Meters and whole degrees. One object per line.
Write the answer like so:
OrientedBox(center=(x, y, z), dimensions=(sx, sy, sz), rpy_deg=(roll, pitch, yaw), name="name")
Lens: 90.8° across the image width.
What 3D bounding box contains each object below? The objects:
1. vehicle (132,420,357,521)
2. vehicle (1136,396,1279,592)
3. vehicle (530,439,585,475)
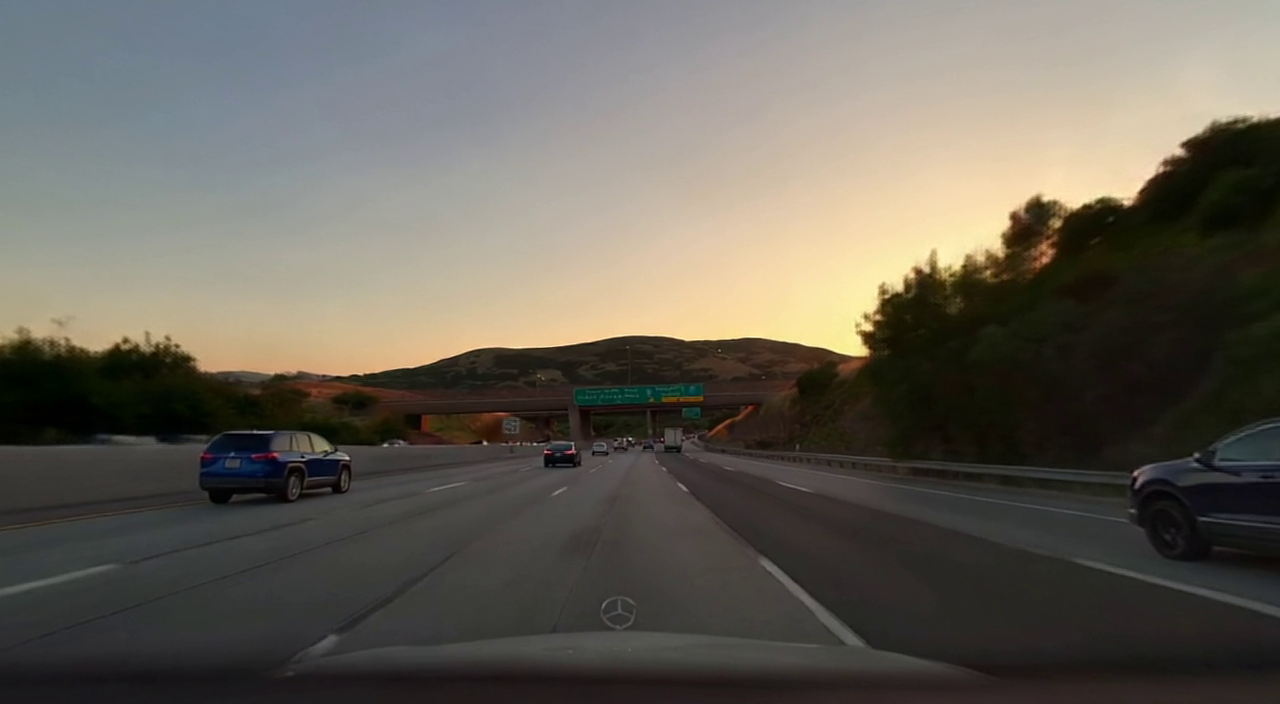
OrientedBox(center=(-7.644, 2.324, 12.840), dimensions=(1.860, 1.694, 4.173), rpy_deg=(0, -9, -1), name="vehicle")
OrientedBox(center=(6.667, 1.147, 4.864), dimensions=(1.950, 1.719, 4.545), rpy_deg=(0, -9, 0), name="vehicle")
OrientedBox(center=(-3.689, 4.769, 28.957), dimensions=(1.925, 1.509, 4.363), rpy_deg=(0, -9, 0), name="vehicle")
